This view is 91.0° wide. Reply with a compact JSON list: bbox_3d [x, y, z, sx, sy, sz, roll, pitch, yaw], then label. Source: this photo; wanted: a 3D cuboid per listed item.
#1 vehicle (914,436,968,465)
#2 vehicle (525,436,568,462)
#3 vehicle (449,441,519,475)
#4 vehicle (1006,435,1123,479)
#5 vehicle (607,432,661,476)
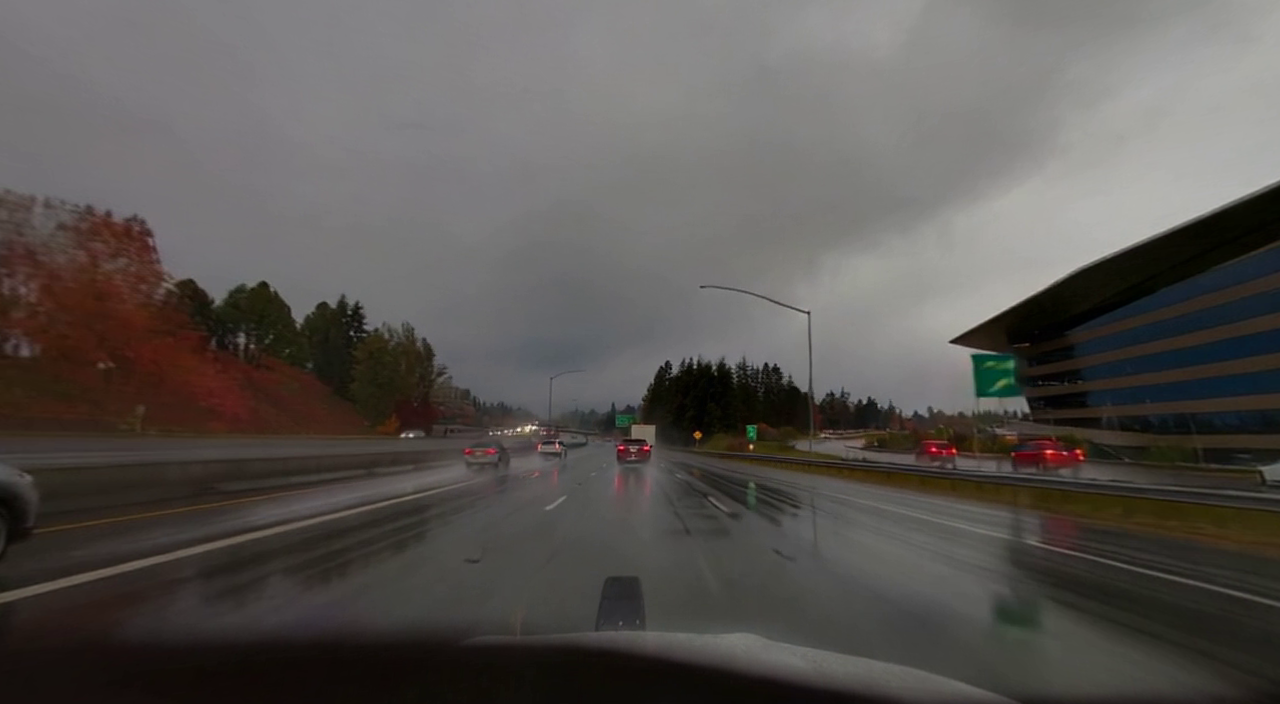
[{"bbox_3d":[20.327,6.651,42.760,2.242,1.835,4.667,-2,-9,12],"label":"vehicle"},{"bbox_3d":[-7.192,7.609,49.340,2.328,1.927,5.880,0,-9,1],"label":"vehicle"},{"bbox_3d":[-7.314,5.004,30.019,2.074,1.495,4.643,0,-9,1],"label":"vehicle"},{"bbox_3d":[17.683,4.383,26.567,2.019,1.657,4.582,-1,-9,5],"label":"vehicle"},{"bbox_3d":[-0.241,4.651,28.916,2.245,1.863,4.801,0,-9,0],"label":"vehicle"}]
